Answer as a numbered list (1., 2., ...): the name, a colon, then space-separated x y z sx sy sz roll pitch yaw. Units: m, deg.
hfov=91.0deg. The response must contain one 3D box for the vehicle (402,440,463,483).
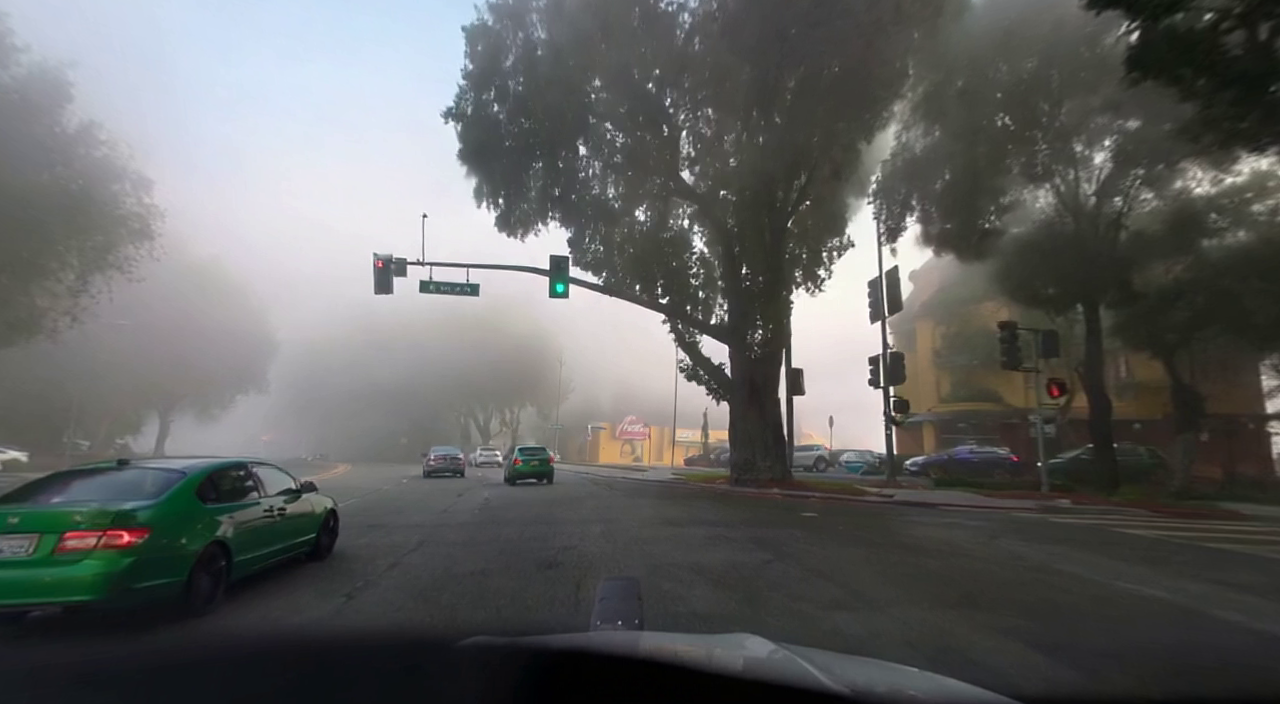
1. vehicle: -8.393 4.437 25.794 2.042 1.593 3.956 2 -9 -14

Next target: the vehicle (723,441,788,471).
1. vehicle: 6.019 5.498 33.512 1.919 1.489 4.889 1 -9 -8

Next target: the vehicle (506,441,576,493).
1. vehicle: -3.368 3.716 20.809 2.001 1.483 4.442 2 -9 -12

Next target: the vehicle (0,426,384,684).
1. vehicle: -4.431 1.532 6.099 2.105 1.477 4.857 0 -8 -3

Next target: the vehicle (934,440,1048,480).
1. vehicle: 14.993 4.596 27.218 1.921 1.560 4.676 1 -8 -5

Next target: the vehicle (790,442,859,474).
1. vehicle: 9.088 5.251 31.350 1.762 1.453 3.976 1 -8 -8

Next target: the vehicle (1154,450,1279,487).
1. vehicle: 25.107 5.037 27.379 4.050 1.481 1.853 1 -9 -9

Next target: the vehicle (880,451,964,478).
1. vehicle: 15.429 6.169 34.542 3.800 1.369 1.759 2 -9 -11

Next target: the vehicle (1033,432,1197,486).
1. vehicle: 18.050 4.088 24.374 1.865 1.827 5.352 1 -8 -5
